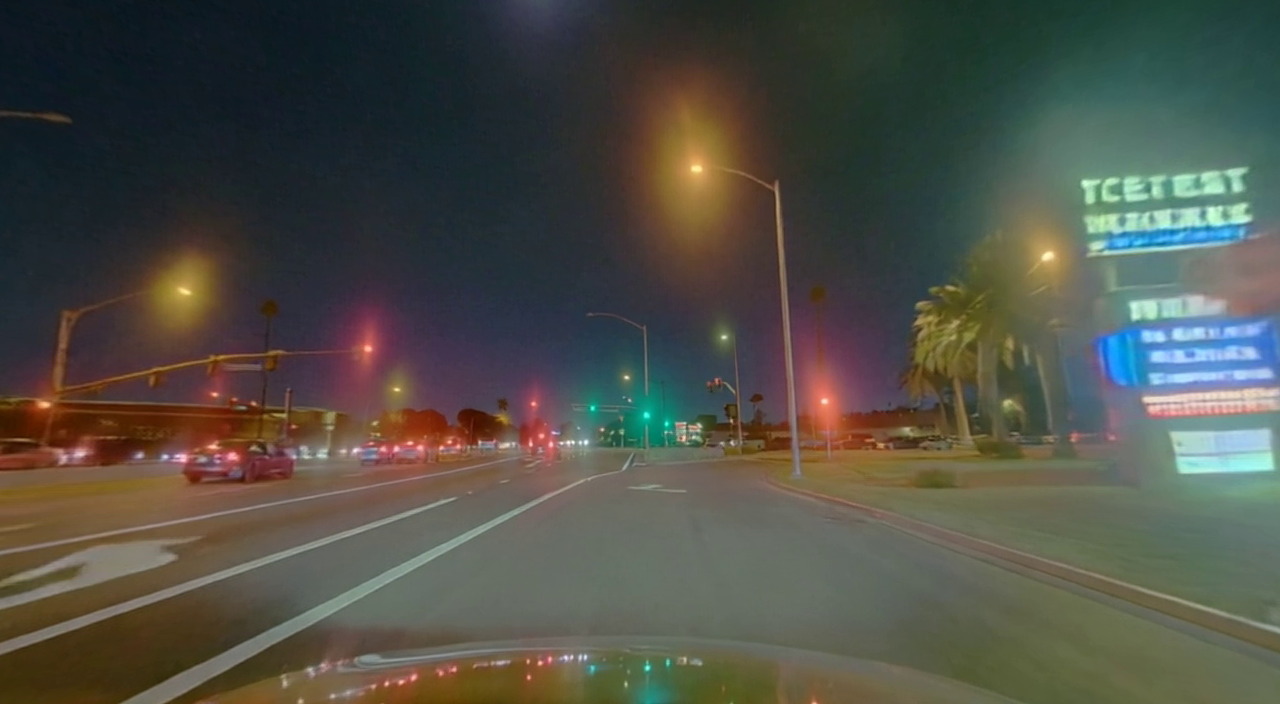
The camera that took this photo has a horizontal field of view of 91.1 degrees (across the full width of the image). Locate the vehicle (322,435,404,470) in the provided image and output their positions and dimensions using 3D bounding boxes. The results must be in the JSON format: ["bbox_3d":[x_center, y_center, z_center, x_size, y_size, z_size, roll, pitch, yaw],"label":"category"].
[{"bbox_3d":[-12.753,4.650,29.183,1.900,1.462,4.225,0,-8,-1],"label":"vehicle"}]

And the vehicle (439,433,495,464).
[{"bbox_3d":[-9.484,5.345,34.743,1.977,1.584,3.983,0,-9,0],"label":"vehicle"}]

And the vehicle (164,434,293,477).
[{"bbox_3d":[-15.611,3.944,24.167,1.916,1.481,4.430,0,-9,0],"label":"vehicle"}]

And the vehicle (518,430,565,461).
[{"bbox_3d":[-5.931,5.717,38.387,2.114,1.784,4.450,0,-9,0],"label":"vehicle"}]
